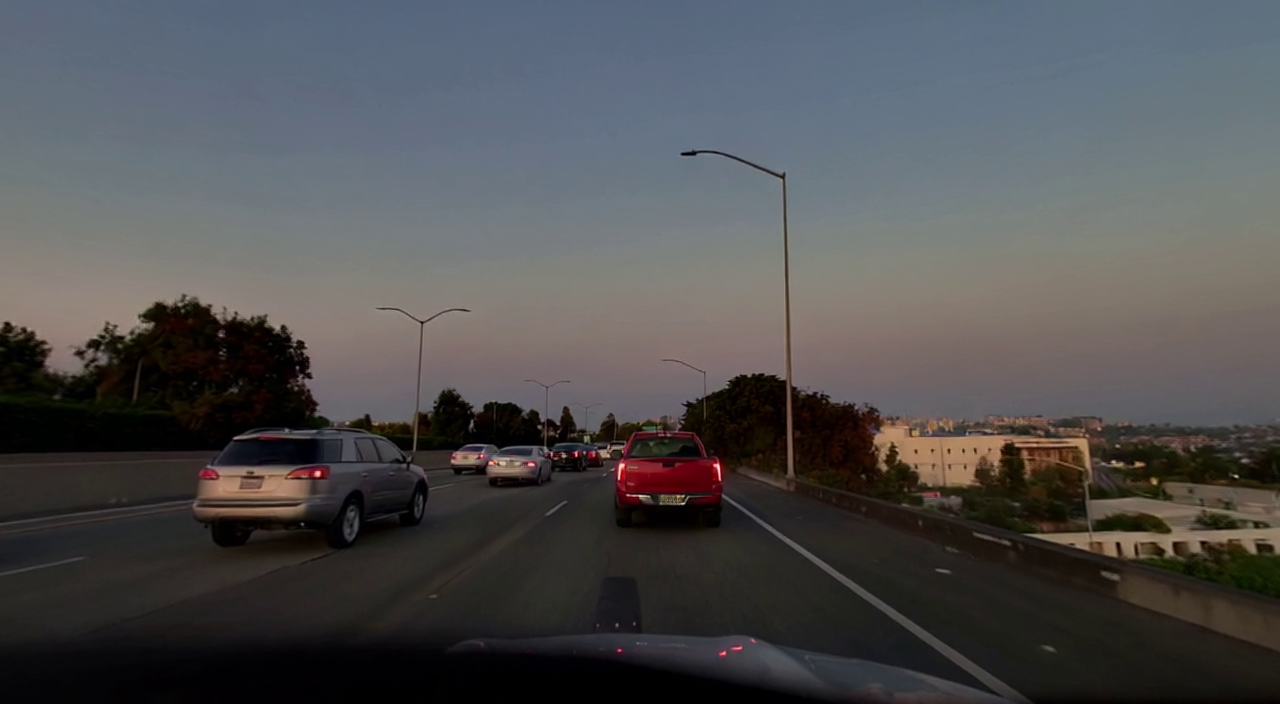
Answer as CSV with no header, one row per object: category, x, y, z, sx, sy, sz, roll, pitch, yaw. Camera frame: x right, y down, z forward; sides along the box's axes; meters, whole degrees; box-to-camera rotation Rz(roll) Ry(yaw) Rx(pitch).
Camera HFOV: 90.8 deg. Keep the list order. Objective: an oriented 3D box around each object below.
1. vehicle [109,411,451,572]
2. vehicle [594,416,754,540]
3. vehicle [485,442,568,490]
vehicle,-4.521,1.819,8.979,2.076,1.688,4.334,-1,-9,4
vehicle,0.517,2.109,11.177,2.235,1.716,4.435,-1,-9,1
vehicle,-3.807,3.903,21.982,1.868,1.470,4.105,-1,-9,4
